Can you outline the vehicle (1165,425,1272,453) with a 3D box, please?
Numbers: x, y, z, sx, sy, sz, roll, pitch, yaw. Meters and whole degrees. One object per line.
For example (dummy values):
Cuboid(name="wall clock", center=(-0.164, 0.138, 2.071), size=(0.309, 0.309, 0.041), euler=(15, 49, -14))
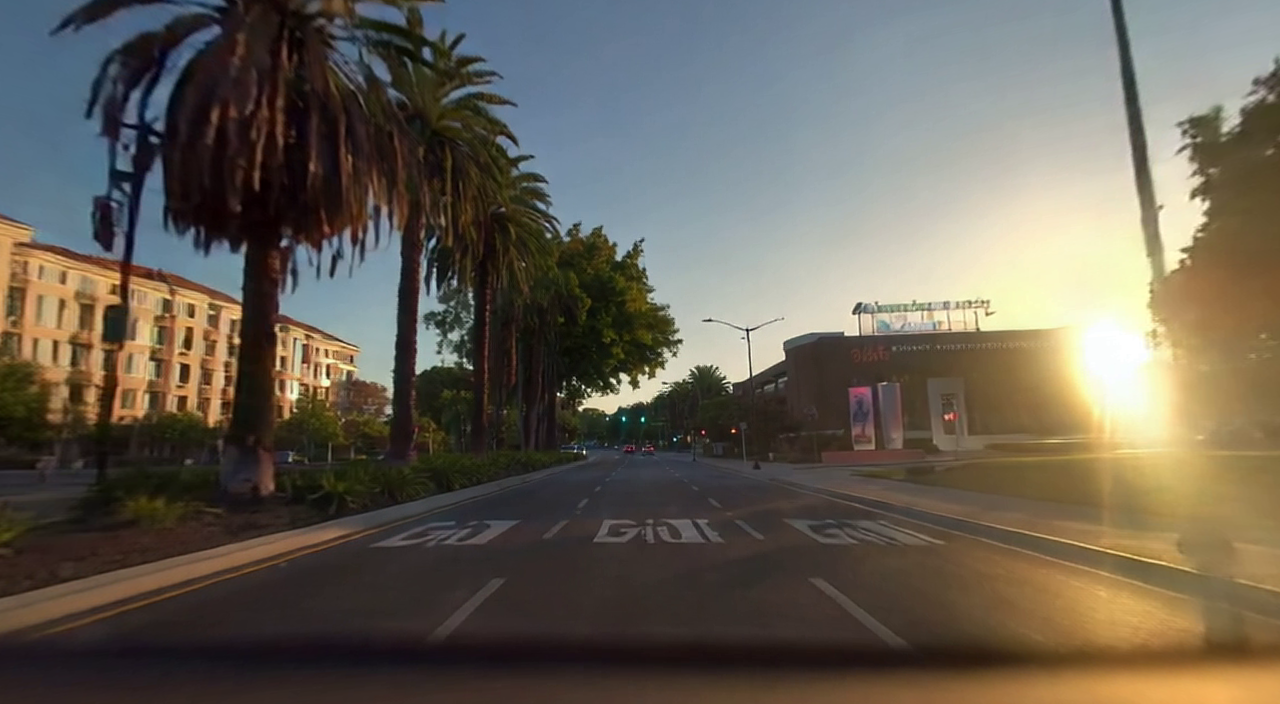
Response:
Cuboid(name="vehicle", center=(34.436, 5.217, 37.723), size=(1.820, 1.571, 4.697), euler=(0, -8, -3))
